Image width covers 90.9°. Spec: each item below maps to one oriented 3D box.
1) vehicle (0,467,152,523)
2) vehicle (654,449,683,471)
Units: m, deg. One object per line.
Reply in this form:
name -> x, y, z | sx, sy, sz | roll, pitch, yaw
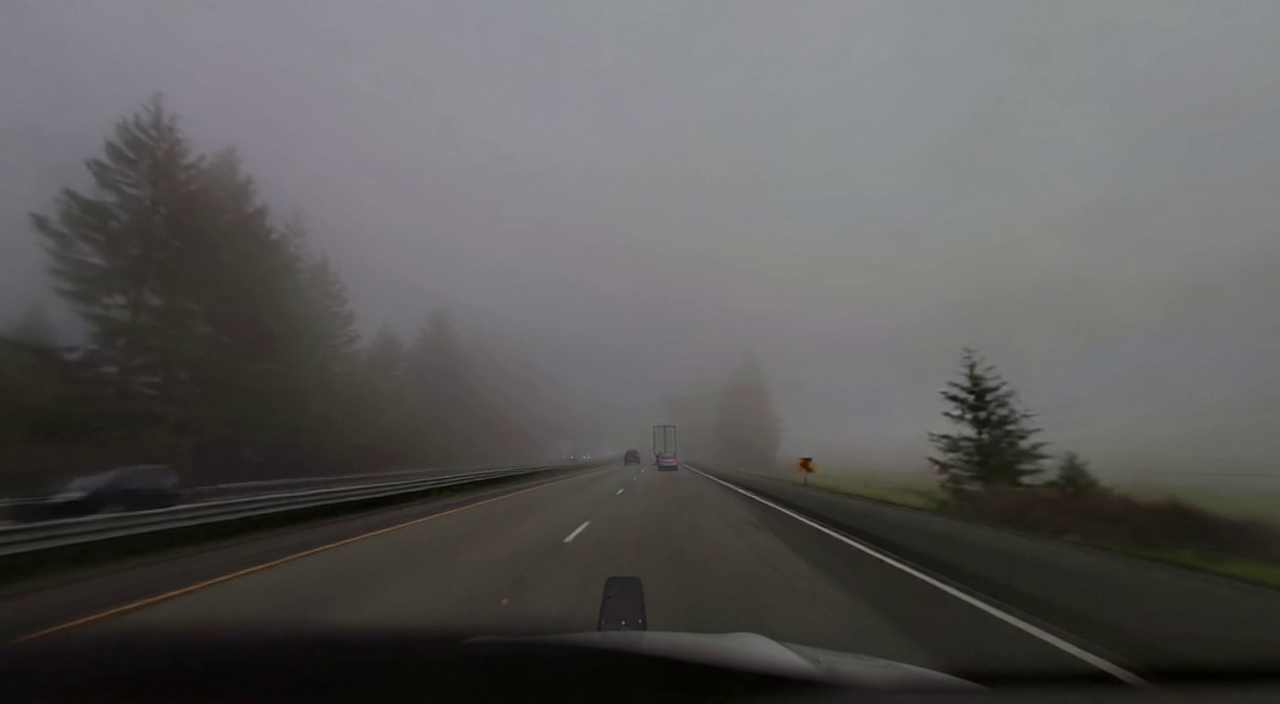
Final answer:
vehicle -> -17.755, 4.355, 19.610 | 1.876, 1.437, 3.888 | 0, -9, 2
vehicle -> 2.161, 8.280, 48.484 | 2.096, 1.653, 4.185 | 0, -9, 2
